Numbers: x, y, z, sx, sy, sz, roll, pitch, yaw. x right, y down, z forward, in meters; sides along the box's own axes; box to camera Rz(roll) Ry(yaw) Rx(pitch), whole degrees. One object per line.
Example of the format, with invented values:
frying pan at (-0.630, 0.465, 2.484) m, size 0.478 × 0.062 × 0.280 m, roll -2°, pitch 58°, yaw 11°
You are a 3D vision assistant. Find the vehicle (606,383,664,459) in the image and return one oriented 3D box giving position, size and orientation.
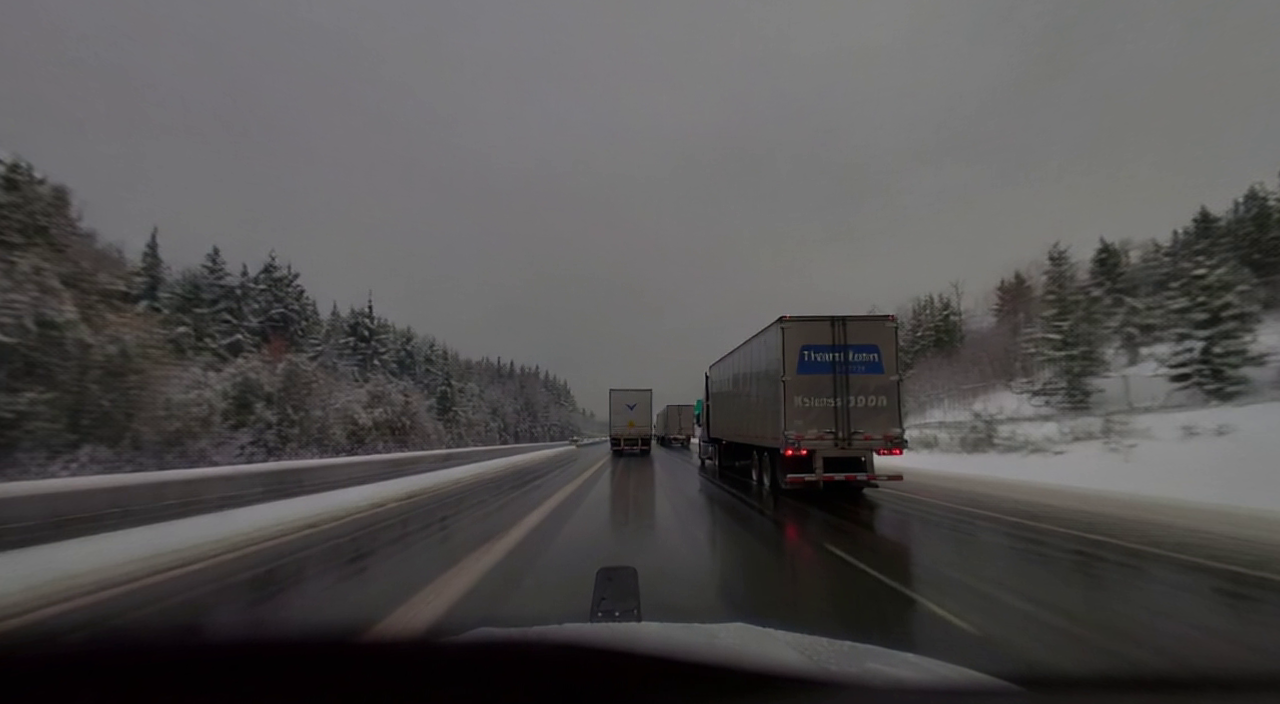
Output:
vehicle at (-0.350, 4.264, 37.700) m, size 2.958 × 3.917 × 10.196 m, roll 0°, pitch -8°, yaw -1°

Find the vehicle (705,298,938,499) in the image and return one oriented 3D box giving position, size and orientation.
vehicle at (4.453, 1.891, 20.222) m, size 2.856 × 4.145 × 14.500 m, roll 0°, pitch -8°, yaw -1°
